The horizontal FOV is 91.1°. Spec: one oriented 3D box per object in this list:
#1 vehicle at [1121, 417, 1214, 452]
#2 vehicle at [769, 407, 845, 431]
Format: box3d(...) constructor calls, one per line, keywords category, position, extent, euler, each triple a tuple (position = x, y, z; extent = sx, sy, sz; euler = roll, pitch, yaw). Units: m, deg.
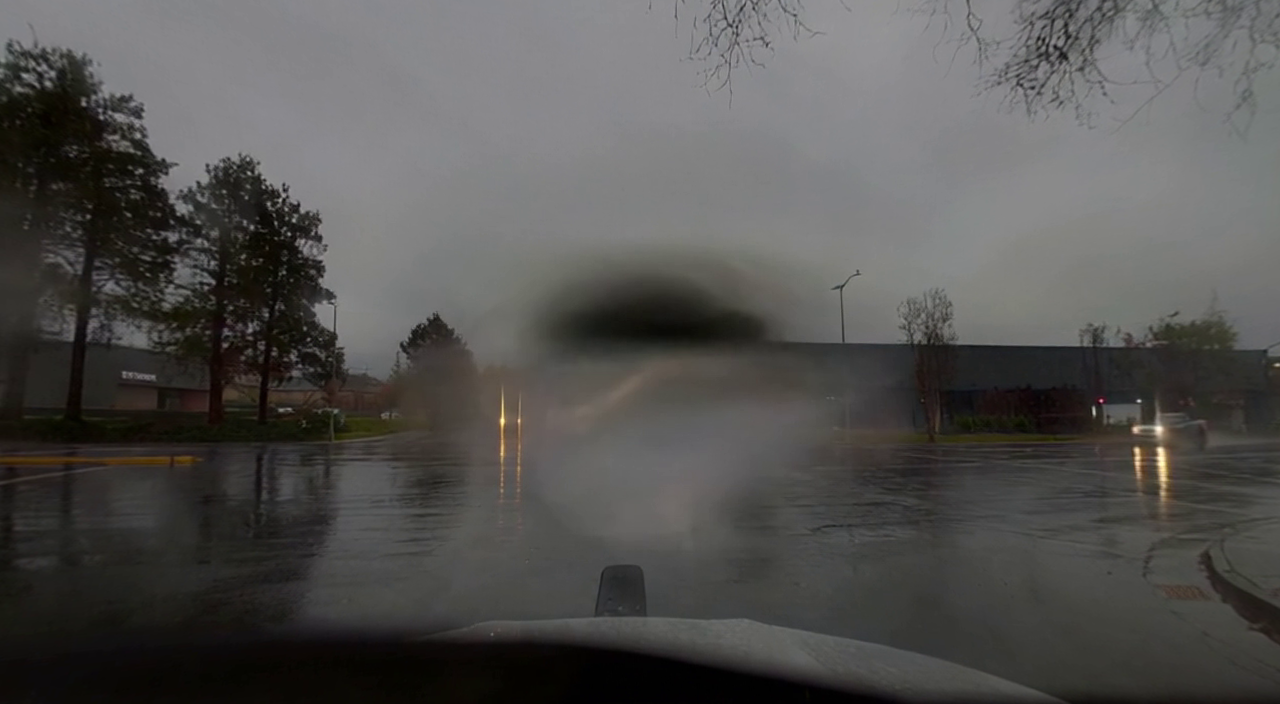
box3d(category="vehicle", position=(30.113, 4.733, 35.827), extent=(5.333, 1.837, 2.124), euler=(5, -10, -29))
box3d(category="vehicle", position=(11.462, 4.628, 43.126), extent=(4.674, 1.483, 1.745), euler=(2, -9, -12))
